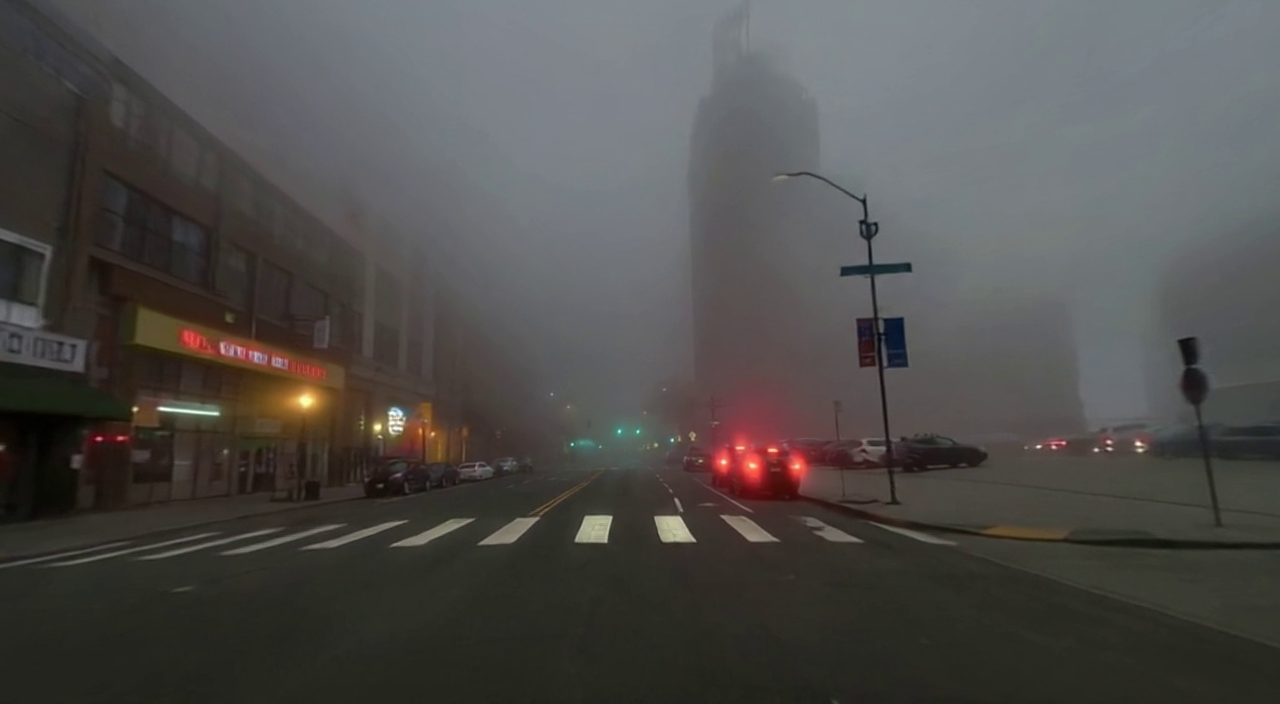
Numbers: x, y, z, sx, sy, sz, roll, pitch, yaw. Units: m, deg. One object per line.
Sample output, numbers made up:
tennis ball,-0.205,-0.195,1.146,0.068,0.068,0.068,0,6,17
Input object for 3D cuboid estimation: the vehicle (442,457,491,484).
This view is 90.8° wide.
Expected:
vehicle,-10.888,7.458,40.039,1.861,1.473,4.633,0,-8,-1

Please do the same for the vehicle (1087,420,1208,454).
vehicle,27.190,4.614,33.963,4.579,1.735,2.092,0,-9,0

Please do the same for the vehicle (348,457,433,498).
vehicle,-10.943,5.514,28.099,2.018,1.553,4.407,0,-8,-1

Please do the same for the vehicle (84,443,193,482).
vehicle,-22.474,4.937,28.536,1.778,1.639,4.019,0,-8,-3

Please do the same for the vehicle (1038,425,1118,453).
vehicle,27.022,5.363,39.052,3.666,1.448,1.639,-3,-6,1

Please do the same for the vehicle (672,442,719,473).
vehicle,3.597,6.974,42.119,2.492,1.909,5.830,0,-8,-1

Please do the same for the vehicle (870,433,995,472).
vehicle,13.525,4.679,29.512,4.732,1.746,2.141,-1,-8,3

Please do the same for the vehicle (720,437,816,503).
vehicle,3.829,3.615,19.918,2.118,1.779,5.121,0,-8,2
